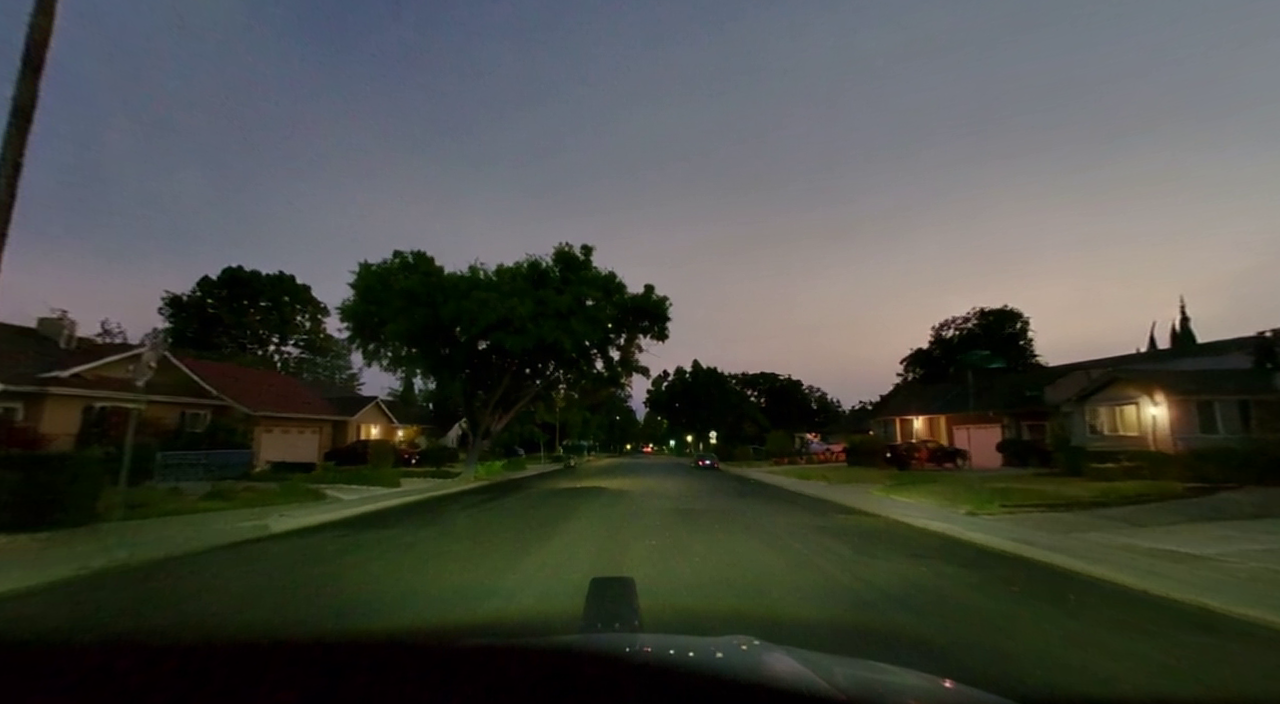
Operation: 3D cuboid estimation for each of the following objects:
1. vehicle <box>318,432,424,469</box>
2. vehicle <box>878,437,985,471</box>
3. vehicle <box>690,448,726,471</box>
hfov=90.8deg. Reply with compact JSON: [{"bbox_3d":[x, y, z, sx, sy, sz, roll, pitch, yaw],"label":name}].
[{"bbox_3d":[-15.257,5.661,35.972,5.003,1.805,2.041,10,-13,-37],"label":"vehicle"},{"bbox_3d":[14.280,4.964,31.001,4.391,1.555,1.953,1,-7,-12],"label":"vehicle"},{"bbox_3d":[4.692,7.479,44.134,1.893,1.454,4.219,0,-9,-1],"label":"vehicle"}]
